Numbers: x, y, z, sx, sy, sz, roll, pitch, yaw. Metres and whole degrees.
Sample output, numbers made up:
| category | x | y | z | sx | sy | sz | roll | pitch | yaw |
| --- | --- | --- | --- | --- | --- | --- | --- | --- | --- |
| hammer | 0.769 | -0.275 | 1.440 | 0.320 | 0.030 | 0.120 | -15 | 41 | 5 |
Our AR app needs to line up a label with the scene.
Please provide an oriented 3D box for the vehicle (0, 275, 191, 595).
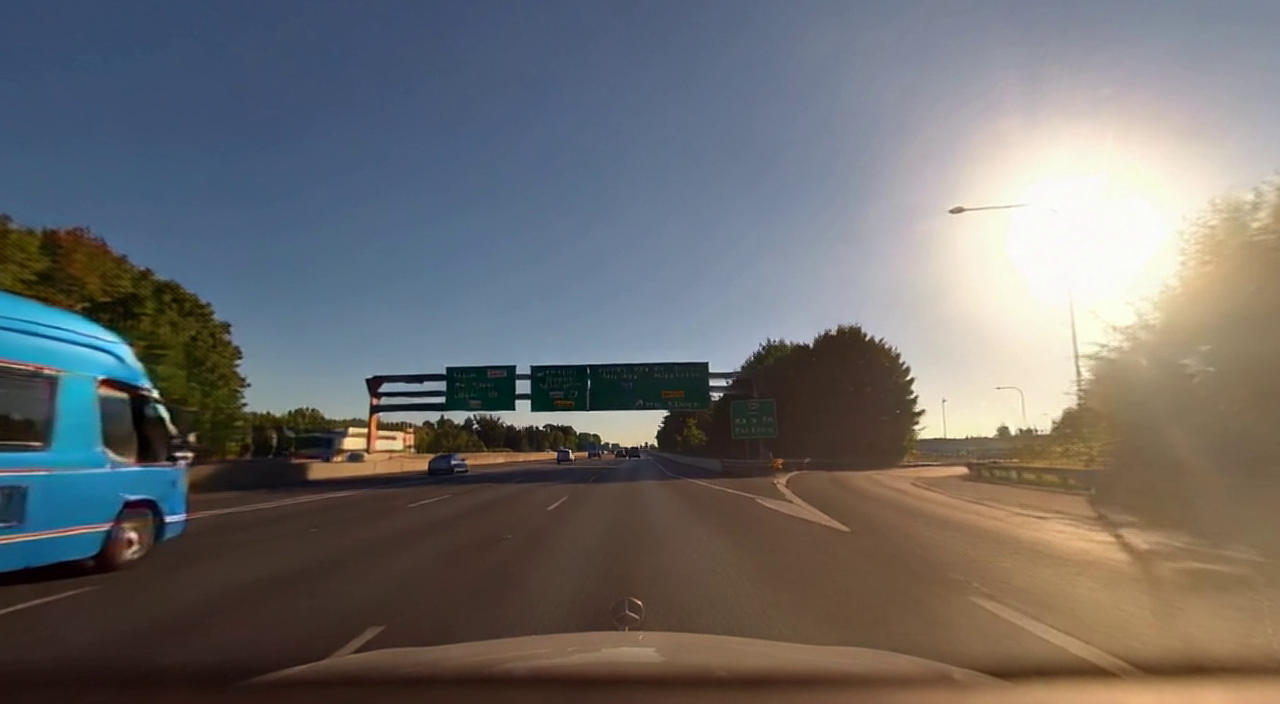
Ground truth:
| category | x | y | z | sx | sy | sz | roll | pitch | yaw |
| --- | --- | --- | --- | --- | --- | --- | --- | --- | --- |
| vehicle | -7.307 | 0.561 | 4.457 | 2.747 | 2.934 | 7.411 | 0 | -9 | 0 |

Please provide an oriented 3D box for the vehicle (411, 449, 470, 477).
| category | x | y | z | sx | sy | sz | roll | pitch | yaw |
| --- | --- | --- | --- | --- | --- | --- | --- | --- | --- |
| vehicle | -11.420 | 6.359 | 36.470 | 1.981 | 1.503 | 4.207 | 0 | -9 | 1 |

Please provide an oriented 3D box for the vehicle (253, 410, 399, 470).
| category | x | y | z | sx | sy | sz | roll | pitch | yaw |
| --- | --- | --- | --- | --- | --- | --- | --- | --- | --- |
| vehicle | -23.452 | 7.035 | 48.991 | 3.035 | 3.827 | 16.346 | -1 | -9 | 0 |
